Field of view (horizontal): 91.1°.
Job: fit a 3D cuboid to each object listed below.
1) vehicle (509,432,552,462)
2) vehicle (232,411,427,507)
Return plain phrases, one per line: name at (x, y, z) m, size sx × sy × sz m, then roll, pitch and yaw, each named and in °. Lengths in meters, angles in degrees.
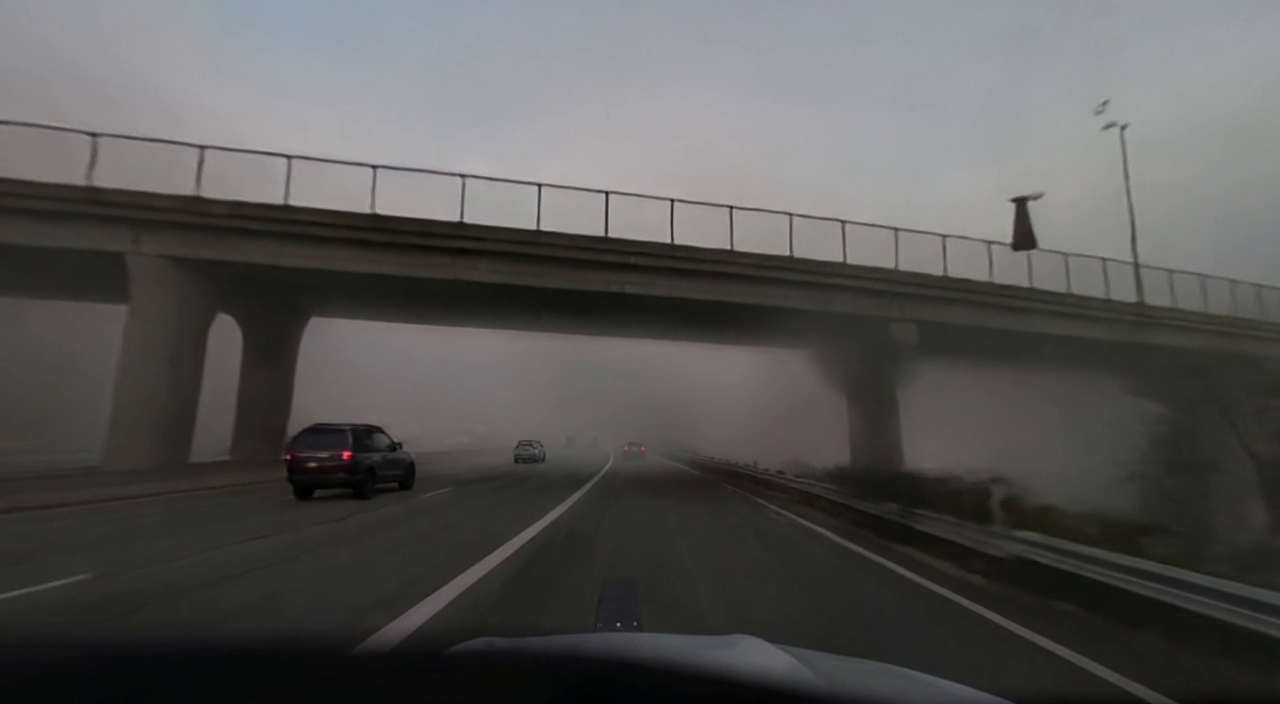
vehicle at (-7.239, 6.308, 41.864) m, size 1.956 × 1.888 × 4.512 m, roll 0°, pitch -8°, yaw 1°
vehicle at (-7.075, 2.480, 15.090) m, size 2.188 × 1.896 × 4.810 m, roll 0°, pitch -8°, yaw 0°
